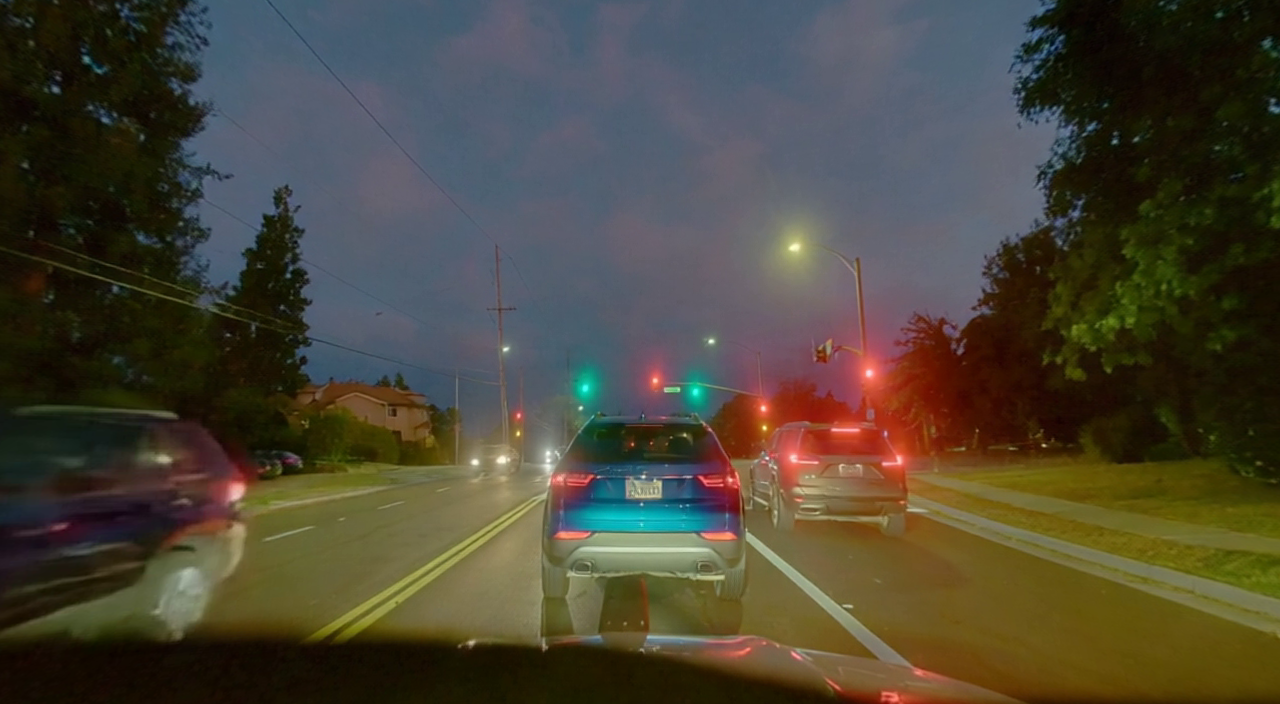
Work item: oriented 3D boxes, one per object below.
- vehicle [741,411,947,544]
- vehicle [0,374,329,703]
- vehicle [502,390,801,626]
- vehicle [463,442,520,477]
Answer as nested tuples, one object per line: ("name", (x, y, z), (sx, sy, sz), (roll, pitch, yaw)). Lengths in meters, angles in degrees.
("vehicle", (3.076, 1.993, 10.621), (1.967, 1.756, 4.281), (0, -8, -1))
("vehicle", (-4.327, 1.124, 4.107), (2.292, 1.711, 4.541), (0, -8, -1))
("vehicle", (0.056, 1.429, 6.690), (2.151, 1.695, 4.100), (0, -8, -1))
("vehicle", (-7.586, 5.492, 32.575), (1.985, 1.672, 3.960), (0, -8, 0))
